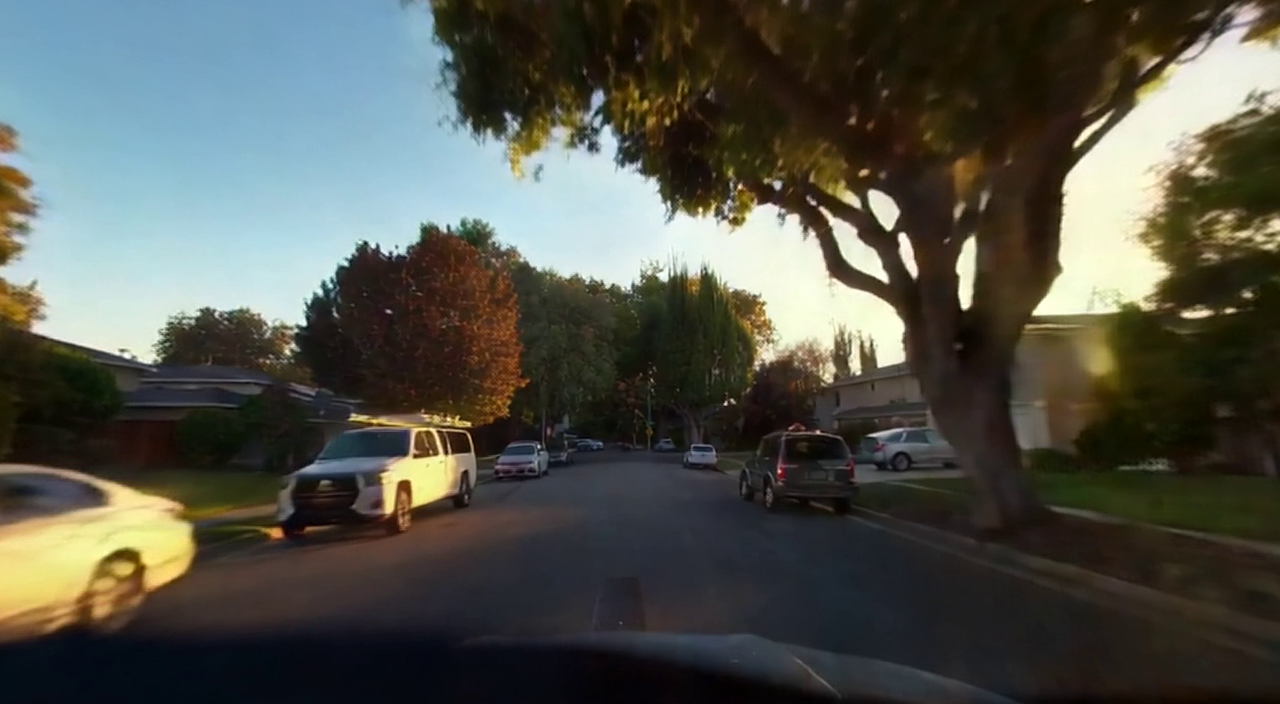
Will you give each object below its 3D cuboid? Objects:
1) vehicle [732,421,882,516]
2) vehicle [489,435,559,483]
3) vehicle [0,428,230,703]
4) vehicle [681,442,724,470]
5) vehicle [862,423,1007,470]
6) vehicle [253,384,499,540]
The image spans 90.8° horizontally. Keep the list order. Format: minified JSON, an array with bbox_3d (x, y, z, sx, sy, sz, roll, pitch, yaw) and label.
[{"bbox_3d":[3.486,2.537,14.207,2.082,1.790,4.330,0,-9,-1],"label":"vehicle"},{"bbox_3d":[-4.927,4.565,27.606,2.140,1.815,4.926,0,-7,0],"label":"vehicle"},{"bbox_3d":[-4.435,1.159,3.111,2.031,1.479,4.497,-2,-7,-3],"label":"vehicle"},{"bbox_3d":[3.438,5.812,35.466,1.945,1.495,3.983,0,-8,-1],"label":"vehicle"},{"bbox_3d":[12.292,3.965,26.602,5.043,1.865,2.026,0,-8,-1],"label":"vehicle"},{"bbox_3d":[-4.910,2.147,13.335,2.476,2.434,6.543,-1,-7,-1],"label":"vehicle"}]
